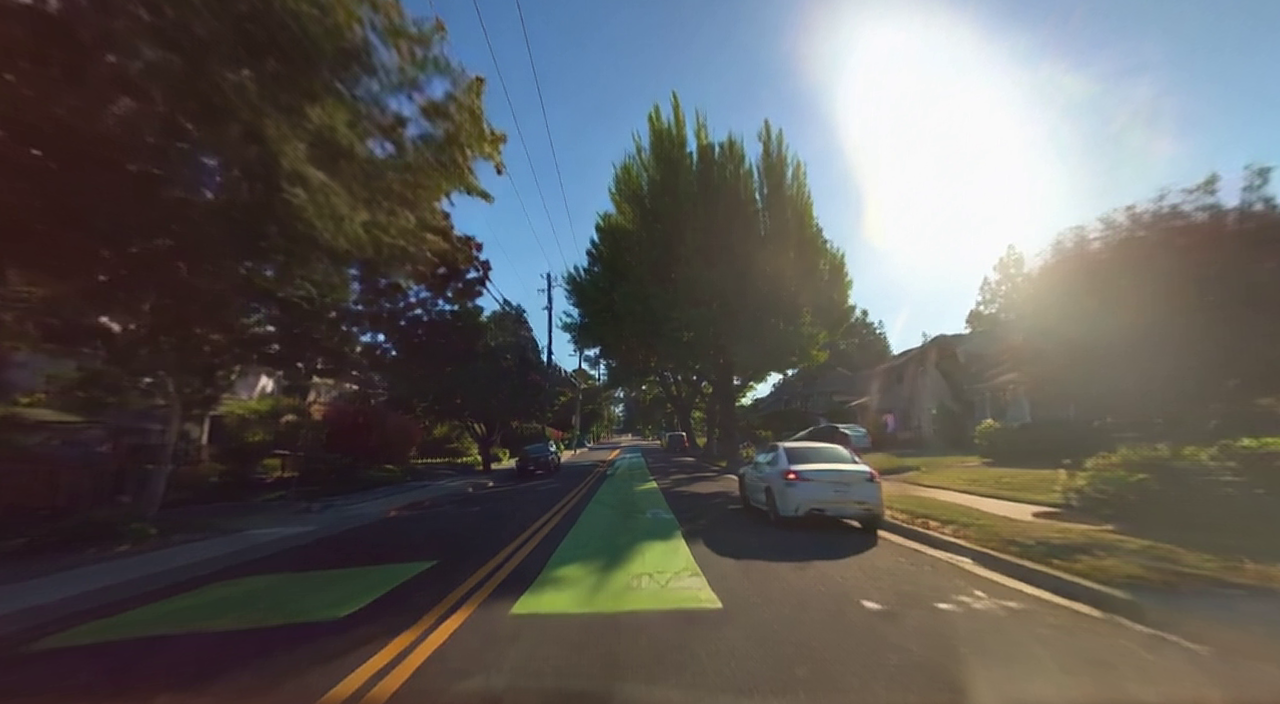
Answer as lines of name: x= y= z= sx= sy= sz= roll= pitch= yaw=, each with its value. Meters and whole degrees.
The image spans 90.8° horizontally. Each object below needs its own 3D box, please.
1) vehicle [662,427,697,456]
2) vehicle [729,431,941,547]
vehicle: x=2.979 y=6.951 z=48.836 sx=2.347 sy=2.070 sz=5.735 roll=0 pitch=-8 yaw=0
vehicle: x=3.021 y=2.245 z=11.280 sx=1.989 sy=1.545 sz=5.423 roll=0 pitch=-8 yaw=-1
